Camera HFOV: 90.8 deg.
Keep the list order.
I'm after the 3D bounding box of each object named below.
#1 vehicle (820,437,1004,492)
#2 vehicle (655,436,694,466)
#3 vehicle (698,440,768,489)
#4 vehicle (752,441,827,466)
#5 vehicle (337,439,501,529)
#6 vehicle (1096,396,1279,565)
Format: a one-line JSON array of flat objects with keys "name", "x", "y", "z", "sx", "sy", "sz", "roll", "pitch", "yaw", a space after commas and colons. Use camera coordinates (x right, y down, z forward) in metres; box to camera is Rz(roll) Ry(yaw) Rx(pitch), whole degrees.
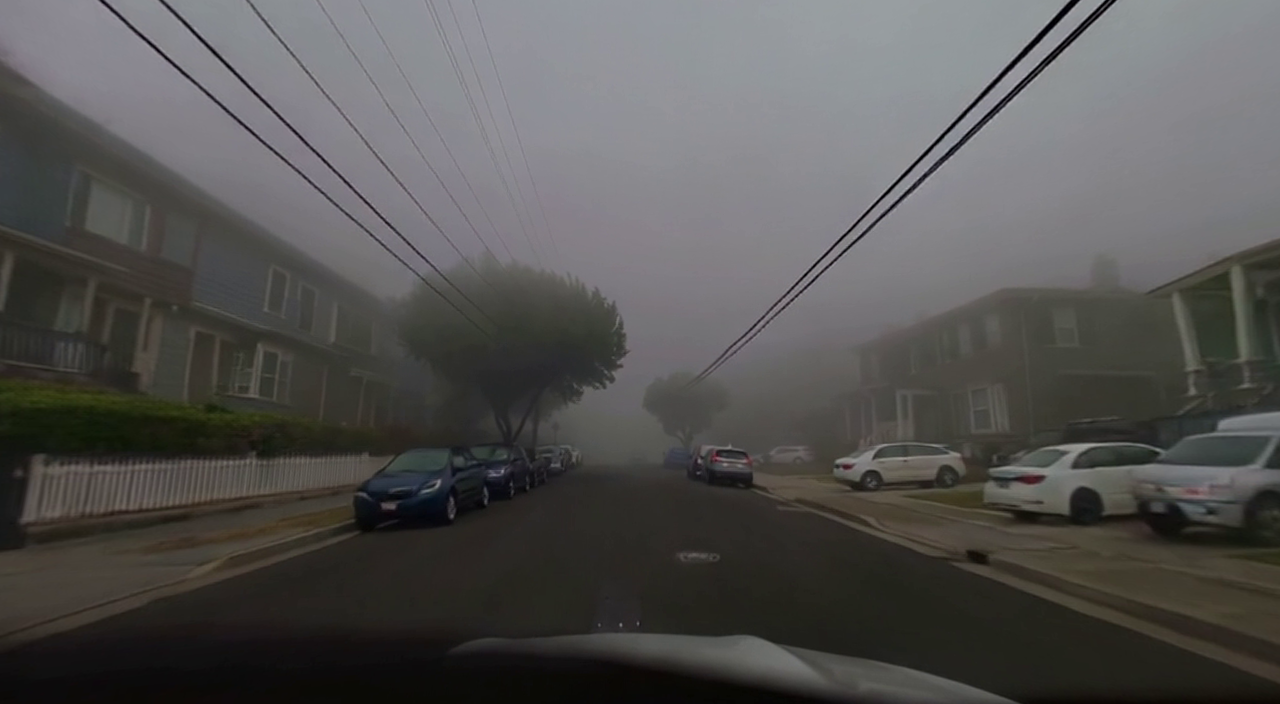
[{"name": "vehicle", "x": 7.782, "y": 3.242, "z": 18.441, "sx": 4.480, "sy": 1.497, "sz": 1.884, "roll": 0, "pitch": -8, "yaw": 1}, {"name": "vehicle", "x": 2.568, "y": 7.526, "z": 48.246, "sx": 2.564, "sy": 2.155, "sz": 6.053, "roll": 0, "pitch": -8, "yaw": -1}, {"name": "vehicle", "x": 3.250, "y": 4.014, "z": 22.799, "sx": 1.916, "sy": 1.587, "sz": 3.986, "roll": 0, "pitch": -8, "yaw": 0}, {"name": "vehicle", "x": 9.358, "y": 6.383, "z": 39.688, "sx": 4.148, "sy": 1.516, "sz": 1.976, "roll": 0, "pitch": -8, "yaw": -2}, {"name": "vehicle", "x": -4.175, "y": 2.528, "z": 12.739, "sx": 1.745, "sy": 1.490, "sz": 4.304, "roll": 0, "pitch": -8, "yaw": 0}, {"name": "vehicle", "x": 8.827, "y": 1.564, "z": 8.092, "sx": 4.512, "sy": 1.841, "sz": 1.912, "roll": 1, "pitch": -9, "yaw": -4}]
